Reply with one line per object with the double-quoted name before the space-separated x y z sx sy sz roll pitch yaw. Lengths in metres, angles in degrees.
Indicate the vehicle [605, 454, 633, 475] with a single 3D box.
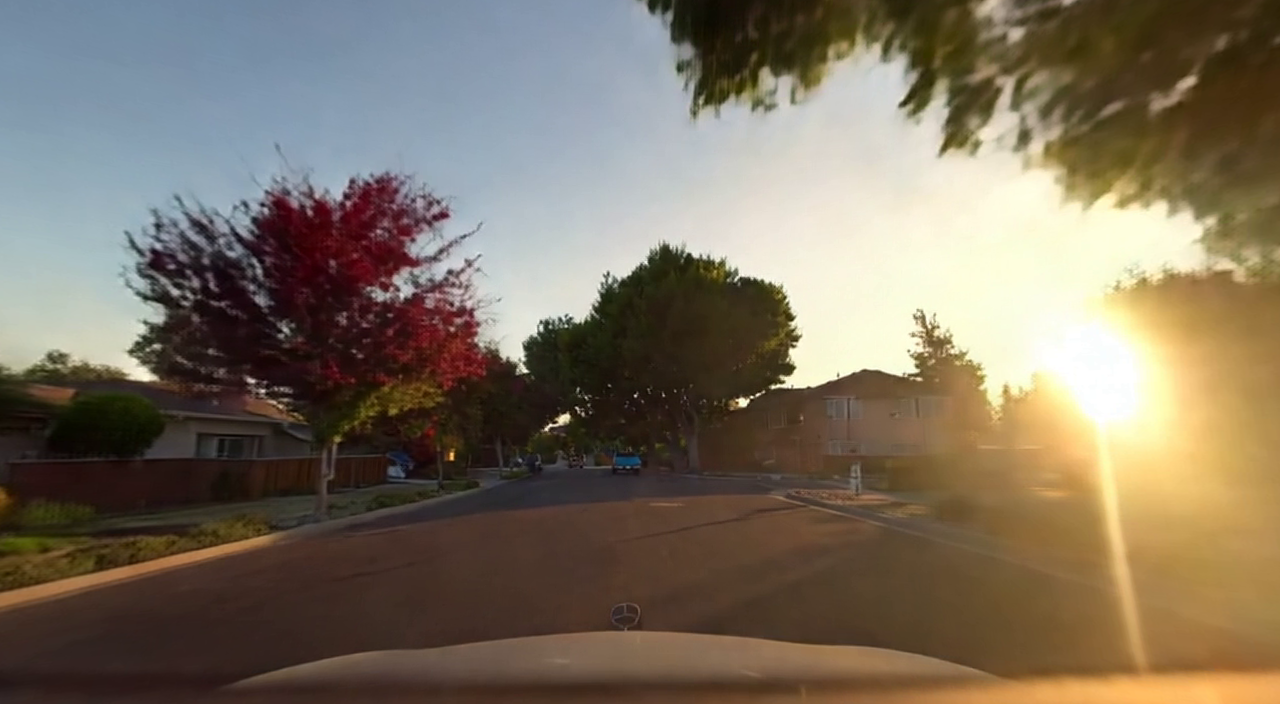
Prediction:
"vehicle" -1.639 8.657 48.652 2.064 1.477 3.968 1 -9 -3
